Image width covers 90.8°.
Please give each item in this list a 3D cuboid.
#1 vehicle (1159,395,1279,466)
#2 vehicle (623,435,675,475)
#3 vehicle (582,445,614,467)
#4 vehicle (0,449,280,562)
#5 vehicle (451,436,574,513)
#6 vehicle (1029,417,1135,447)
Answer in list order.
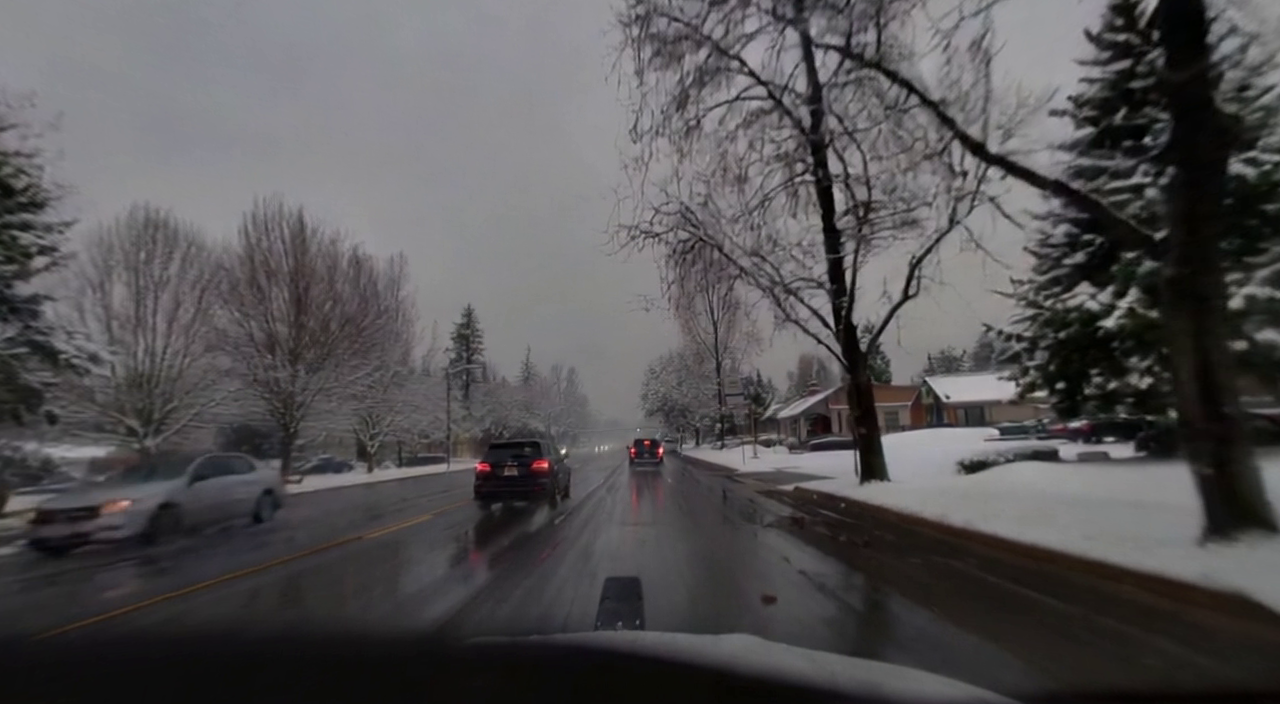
[{"bbox_3d":[17.766,2.136,17.626,2.025,1.751,5.113,-5,-6,-2],"label":"vehicle"},{"bbox_3d":[0.386,5.052,31.192,2.376,1.801,4.317,-1,-9,0],"label":"vehicle"},{"bbox_3d":[-2.942,7.362,44.977,2.001,1.431,4.389,-1,-8,0],"label":"vehicle"},{"bbox_3d":[-9.606,2.832,12.544,2.190,1.744,4.612,-1,-8,0],"label":"vehicle"},{"bbox_3d":[-3.005,2.982,15.890,2.167,1.634,4.220,-1,-9,1],"label":"vehicle"},{"bbox_3d":[23.169,4.277,33.361,1.987,1.465,4.819,0,-8,-2],"label":"vehicle"}]
